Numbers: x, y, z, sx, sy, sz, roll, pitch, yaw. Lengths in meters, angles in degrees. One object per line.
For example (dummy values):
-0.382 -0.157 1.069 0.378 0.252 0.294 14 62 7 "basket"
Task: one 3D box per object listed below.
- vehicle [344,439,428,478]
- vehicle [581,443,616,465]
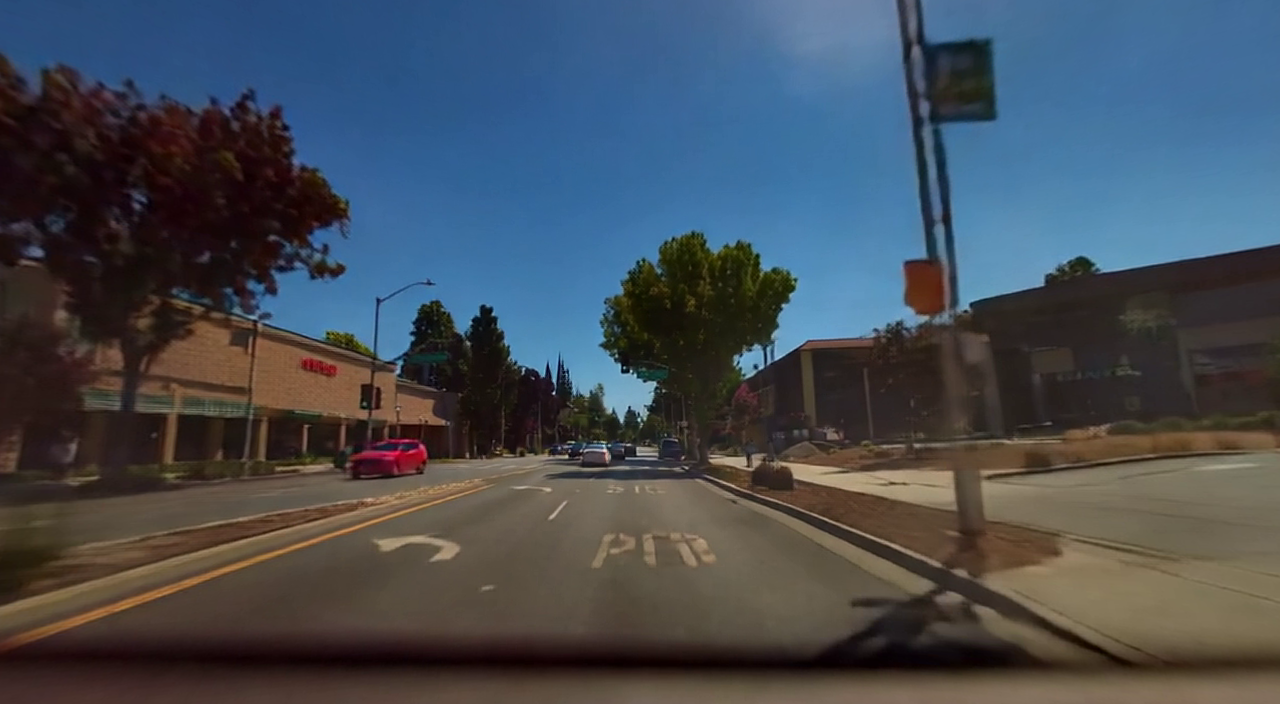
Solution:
-10.642 4.488 26.811 1.873 1.532 3.777 0 -8 2 "vehicle"
-2.897 7.278 45.354 2.122 1.469 4.388 0 -8 1 "vehicle"
